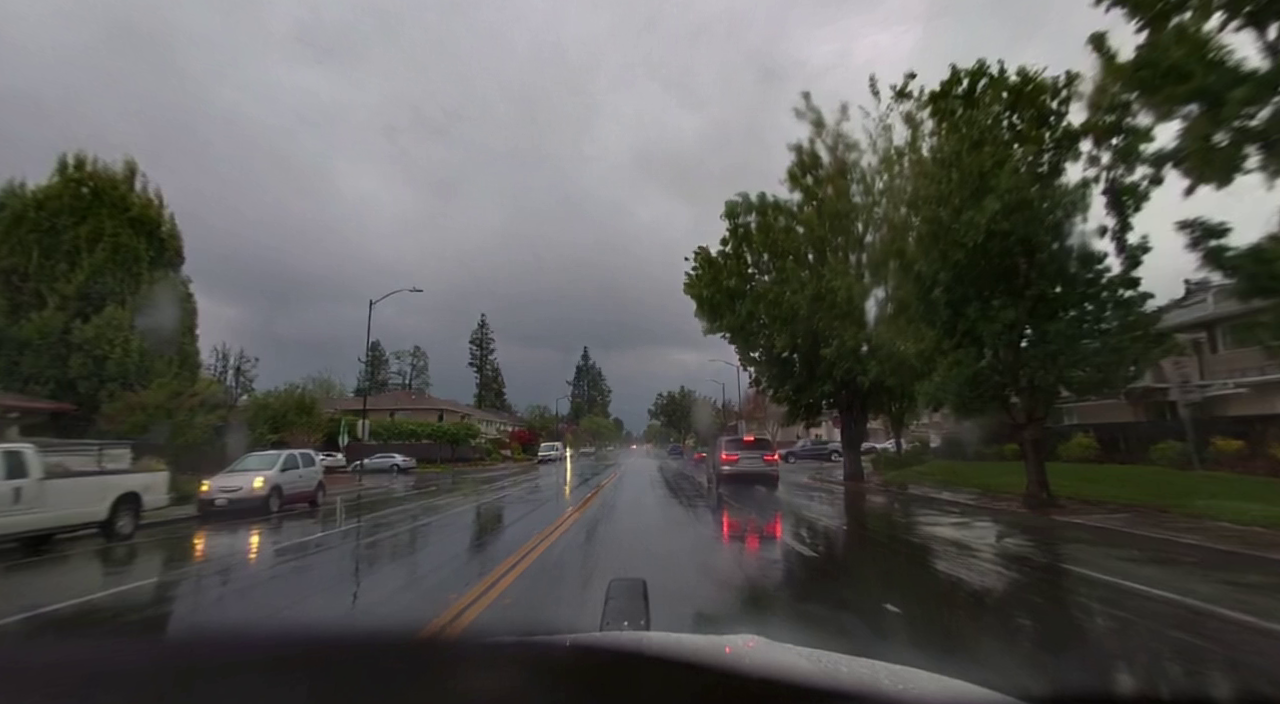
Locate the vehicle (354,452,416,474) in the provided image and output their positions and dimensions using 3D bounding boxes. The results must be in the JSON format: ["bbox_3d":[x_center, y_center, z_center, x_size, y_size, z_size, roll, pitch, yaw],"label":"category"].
[{"bbox_3d":[-19.821,8.623,49.047,3.986,1.665,1.888,-1,-8,2],"label":"vehicle"}]

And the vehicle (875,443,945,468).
[{"bbox_3d":[16.733,6.410,39.126,3.467,1.520,1.801,0,-8,0],"label":"vehicle"}]

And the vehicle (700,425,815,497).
[{"bbox_3d":[3.426,3.350,19.804,2.497,1.889,5.833,0,-8,0],"label":"vehicle"}]

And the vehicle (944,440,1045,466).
[{"bbox_3d":[22.019,6.295,39.282,5.051,1.527,1.968,0,-10,2],"label":"vehicle"}]

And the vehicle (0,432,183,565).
[{"bbox_3d":[-10.440,2.299,9.957,2.386,1.899,5.278,-3,-9,1],"label":"vehicle"}]

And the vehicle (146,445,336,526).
[{"bbox_3d":[-10.469,3.467,17.096,2.037,1.790,4.676,-2,-9,1],"label":"vehicle"}]
